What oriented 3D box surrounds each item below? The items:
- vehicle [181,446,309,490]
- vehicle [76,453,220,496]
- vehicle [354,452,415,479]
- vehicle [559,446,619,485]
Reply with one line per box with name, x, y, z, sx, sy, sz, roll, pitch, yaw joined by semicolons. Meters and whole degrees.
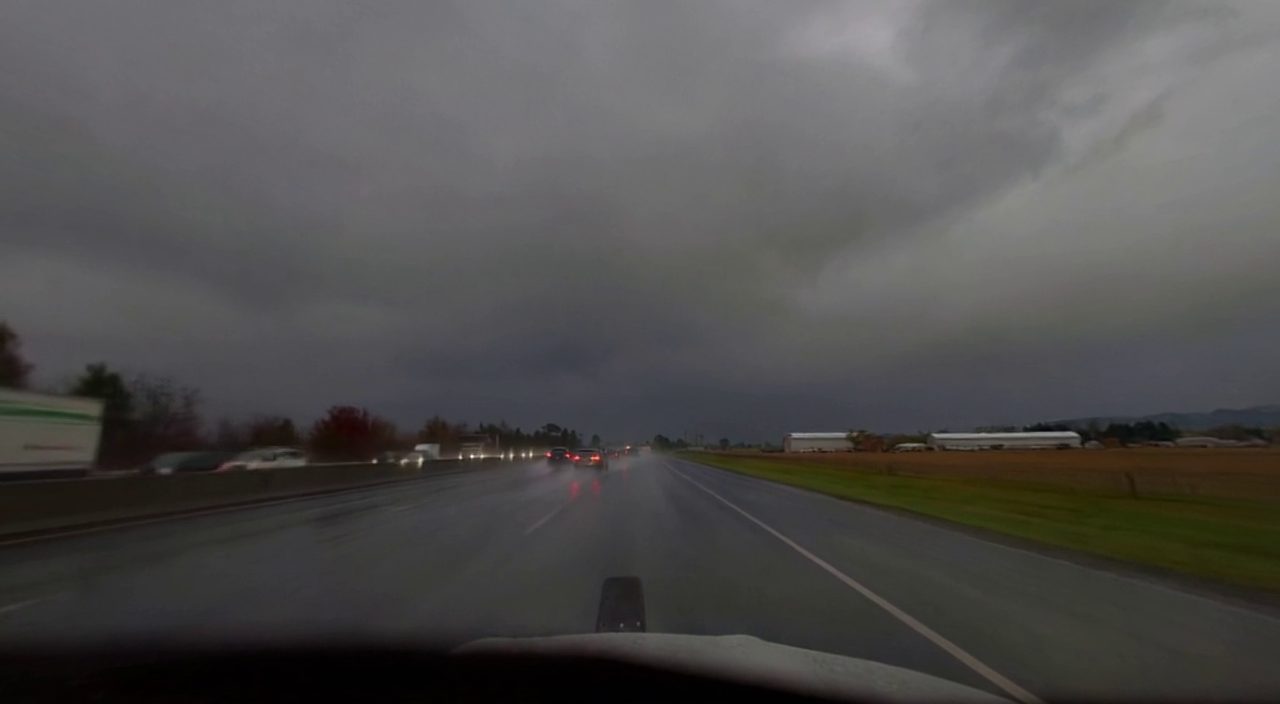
vehicle;-15.495;4.556;25.138;1.996;1.562;4.705;0;-9;0
vehicle;-19.209;4.780;24.965;2.277;1.479;4.248;0;-9;-1
vehicle;-15.215;6.761;37.867;1.889;1.449;4.242;0;-9;0
vehicle;-2.062;4.767;26.765;2.110;1.500;4.259;-1;-9;2
